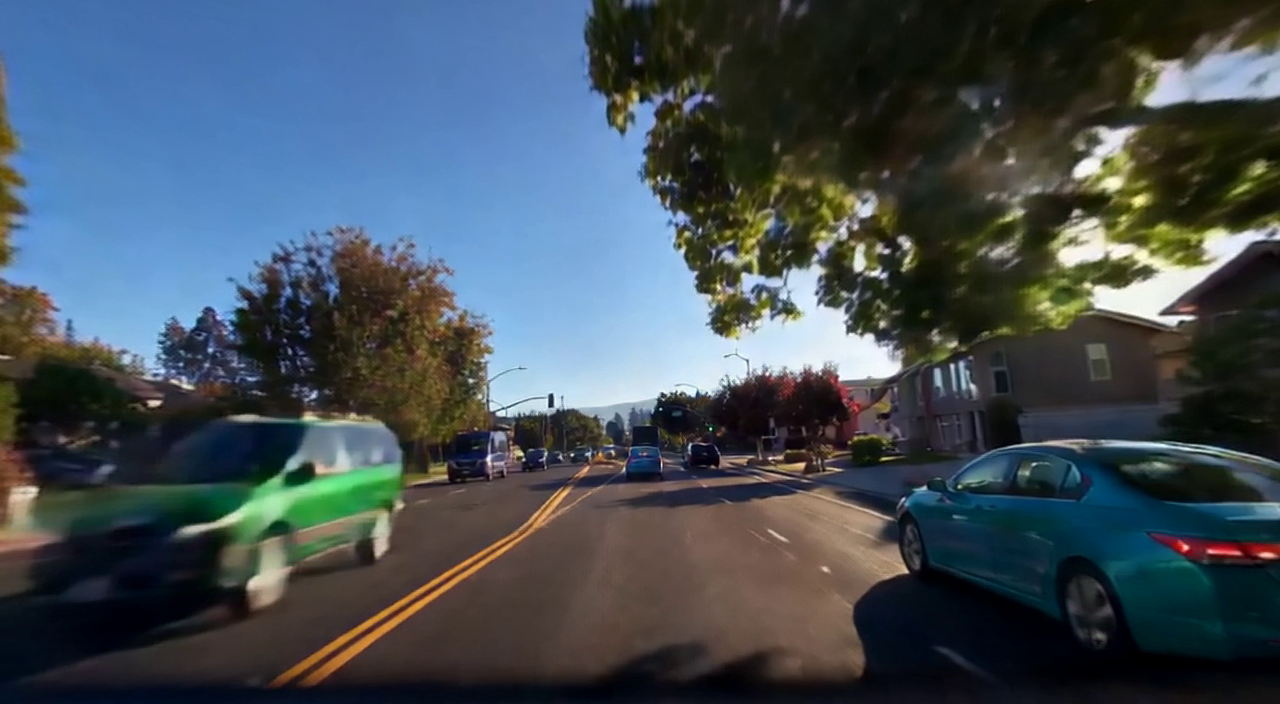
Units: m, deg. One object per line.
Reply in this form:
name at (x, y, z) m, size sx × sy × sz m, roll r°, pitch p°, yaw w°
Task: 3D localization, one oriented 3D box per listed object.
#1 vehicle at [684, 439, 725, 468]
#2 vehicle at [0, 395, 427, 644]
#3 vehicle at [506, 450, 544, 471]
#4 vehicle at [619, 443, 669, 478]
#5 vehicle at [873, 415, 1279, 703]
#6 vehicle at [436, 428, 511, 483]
vehicle at (4.317, 6.886, 42.865) m, size 2.187 × 1.847 × 4.553 m, roll 0°, pitch -9°, yaw -1°
vehicle at (-4.187, 1.560, 7.009) m, size 2.054 × 1.772 × 4.817 m, roll 0°, pitch -9°, yaw -1°
vehicle at (-8.407, 7.983, 46.623) m, size 2.070 × 1.454 × 4.400 m, roll 0°, pitch -9°, yaw -1°
vehicle at (0.153, 4.956, 29.147) m, size 2.114 × 1.483 × 4.207 m, roll 0°, pitch -9°, yaw 0°
vehicle at (3.559, 1.301, 4.688) m, size 1.973 × 1.447 × 4.402 m, roll 0°, pitch -9°, yaw 0°
vehicle at (-8.380, 5.270, 32.429) m, size 2.383 × 2.558 × 5.821 m, roll 0°, pitch -9°, yaw -1°
